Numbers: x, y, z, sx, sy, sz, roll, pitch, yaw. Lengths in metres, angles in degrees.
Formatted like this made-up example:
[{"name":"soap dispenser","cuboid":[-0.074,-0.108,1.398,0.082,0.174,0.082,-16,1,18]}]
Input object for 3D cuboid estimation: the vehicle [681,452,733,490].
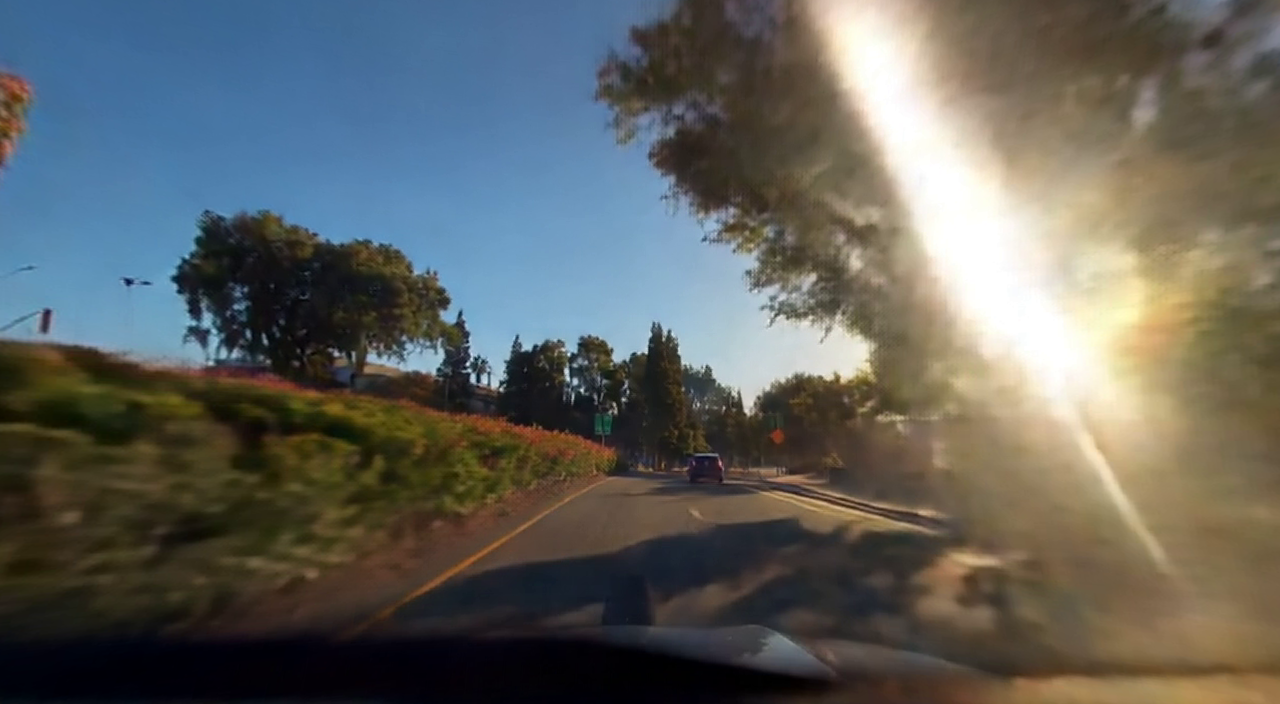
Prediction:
[{"name":"vehicle","cuboid":[2.870,5.213,27.960,1.956,1.473,4.640,0,-8,2]}]
